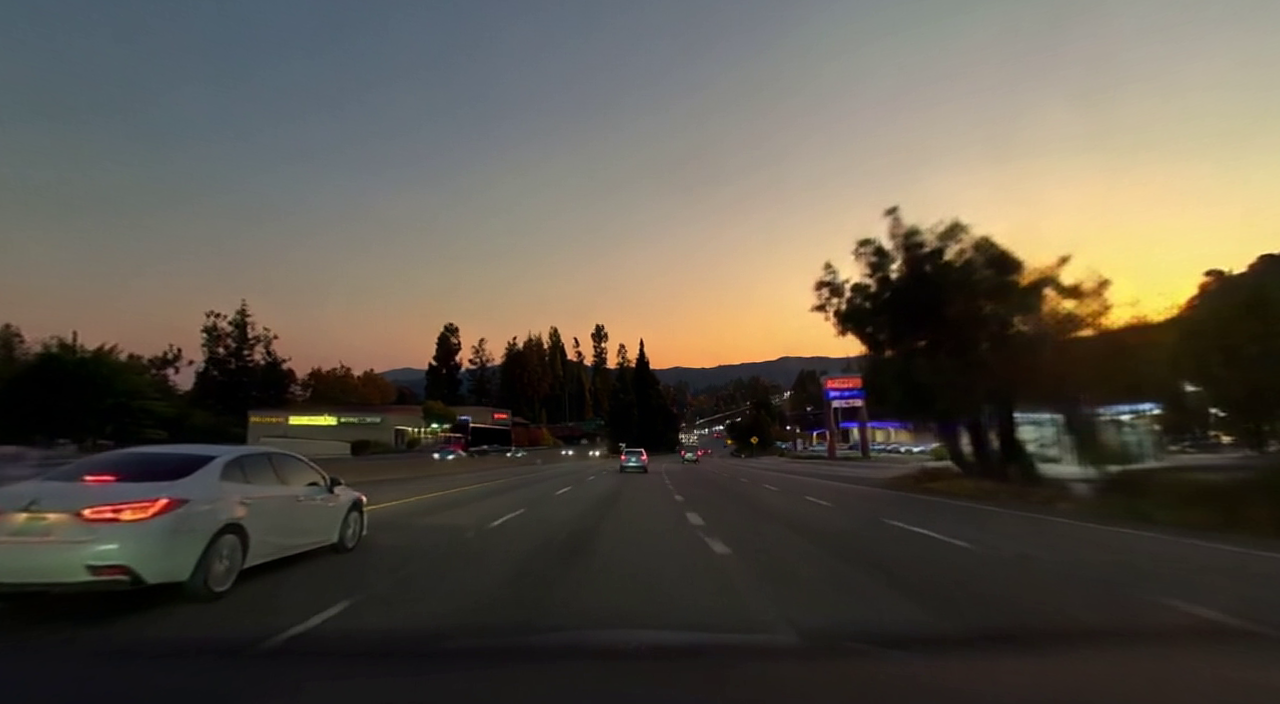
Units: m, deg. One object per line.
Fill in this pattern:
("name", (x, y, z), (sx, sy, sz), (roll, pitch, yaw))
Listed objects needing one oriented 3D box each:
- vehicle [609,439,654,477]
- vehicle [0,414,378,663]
("vehicle", (-0.392, 5.602, 33.681), (2.155, 1.856, 4.796), (0, -9, 2))
("vehicle", (-4.471, 1.468, 6.142), (1.907, 1.483, 4.562), (0, -9, 0))
